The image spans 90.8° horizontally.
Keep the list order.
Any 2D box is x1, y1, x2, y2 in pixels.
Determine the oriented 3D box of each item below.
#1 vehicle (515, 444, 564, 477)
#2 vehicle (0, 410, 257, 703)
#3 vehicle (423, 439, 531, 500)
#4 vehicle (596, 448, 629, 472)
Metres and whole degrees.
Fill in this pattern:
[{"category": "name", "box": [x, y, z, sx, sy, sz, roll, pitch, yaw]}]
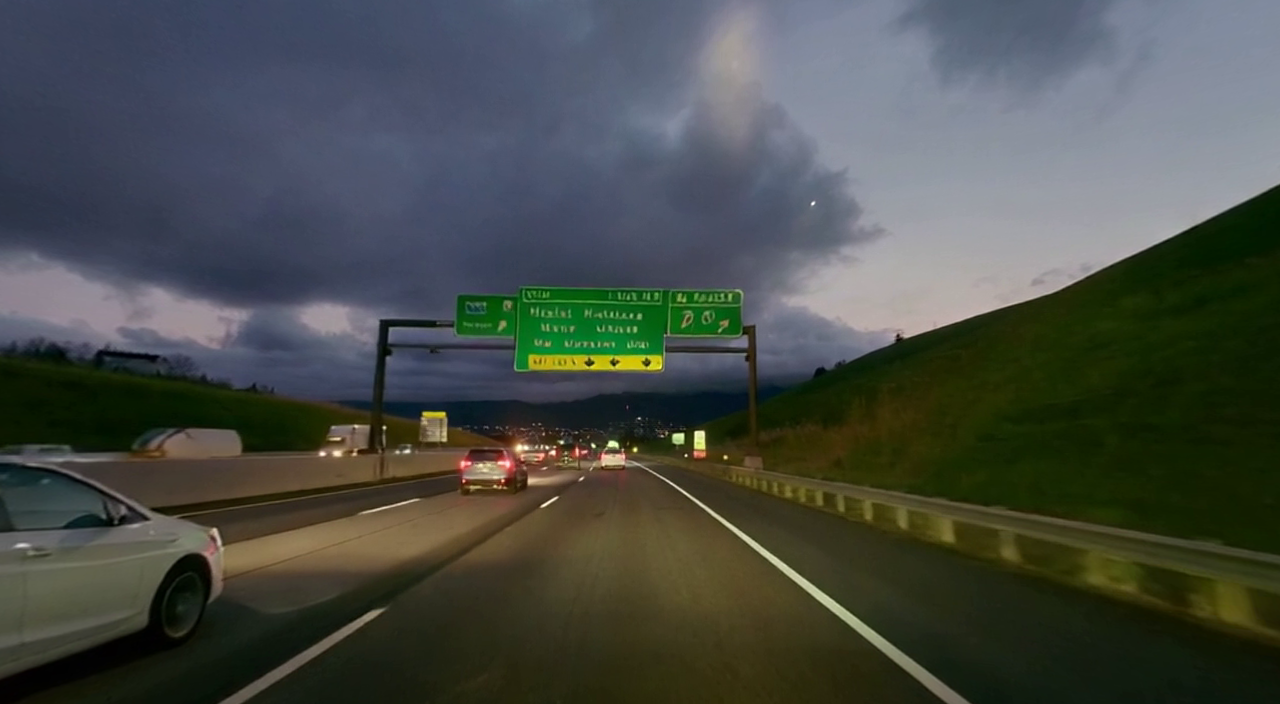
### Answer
[{"category": "vehicle", "box": [-5.367, 5.828, 34.120, 2.118, 1.624, 4.032, 0, -9, -2]}, {"category": "vehicle", "box": [-3.782, 0.987, 2.615, 1.892, 1.492, 3.940, 0, -9, 0]}, {"category": "vehicle", "box": [-4.781, 3.519, 19.211, 2.208, 1.619, 4.162, 0, -9, -1]}, {"category": "vehicle", "box": [-1.808, 6.817, 40.017, 1.988, 1.440, 4.201, 0, -9, -4]}]
